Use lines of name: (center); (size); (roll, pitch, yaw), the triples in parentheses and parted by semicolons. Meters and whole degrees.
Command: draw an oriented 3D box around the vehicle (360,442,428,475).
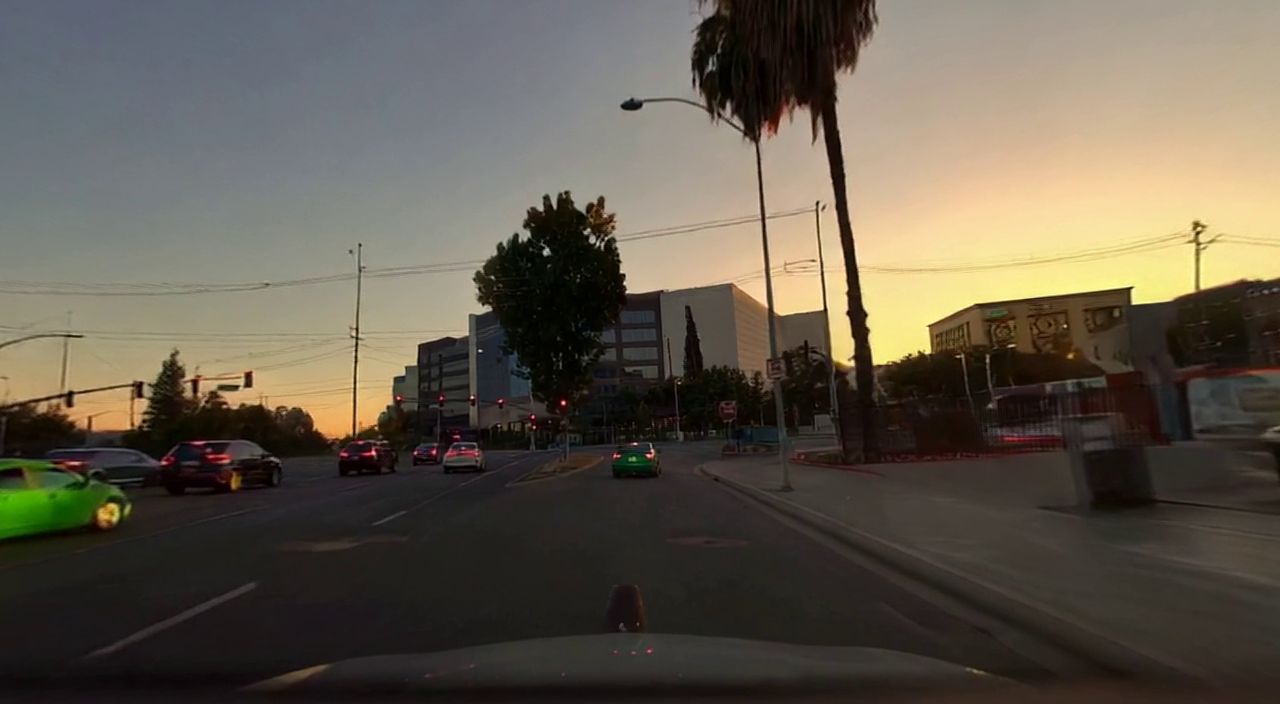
vehicle: (-11.865, 5.131, 30.738); (1.905, 1.482, 4.463); (1, -9, -6)

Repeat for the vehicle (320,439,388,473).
vehicle: (-15.705, 5.729, 34.956); (2.020, 1.709, 4.343); (1, -9, -6)

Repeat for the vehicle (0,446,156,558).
vehicle: (-9.490, 2.077, 8.944); (1.958, 1.455, 4.504); (1, -9, -4)

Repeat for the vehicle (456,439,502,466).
vehicle: (-9.387, 5.899, 37.137); (1.912, 1.487, 4.471); (1, -9, -5)

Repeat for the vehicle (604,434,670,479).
vehicle: (0.006, 3.891, 23.662); (2.070, 1.493, 4.570); (-1, -9, 4)
